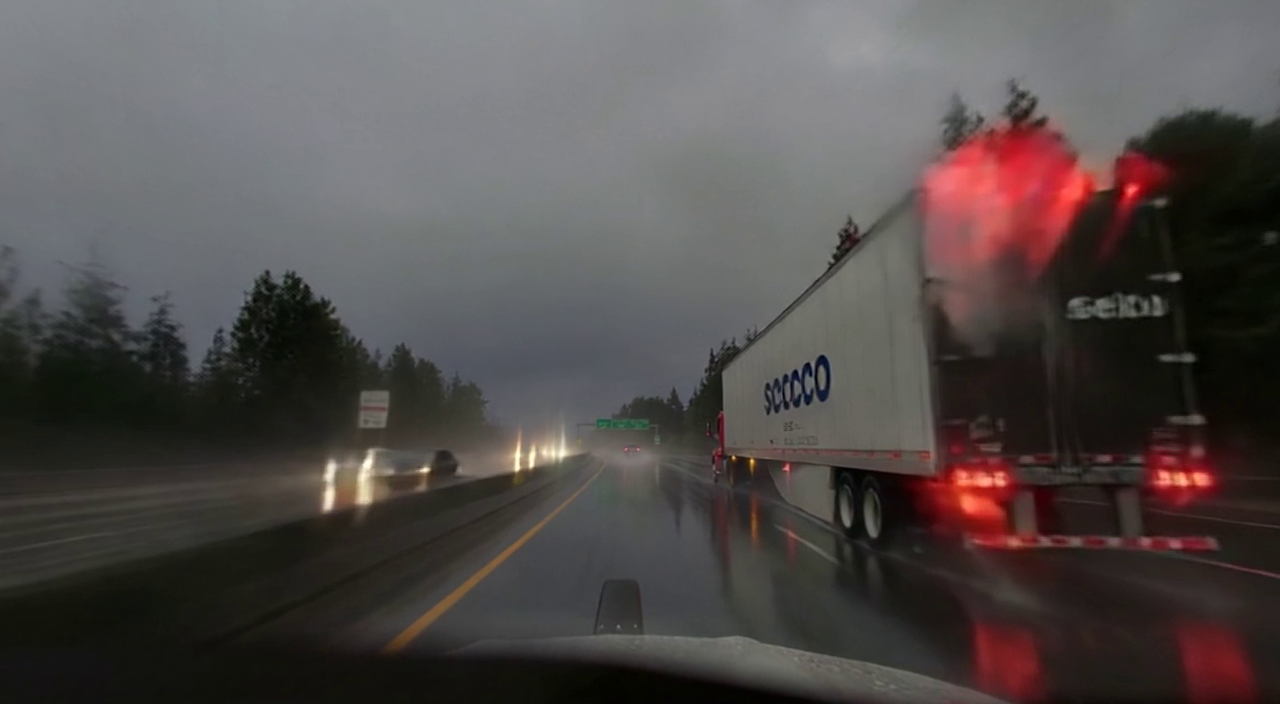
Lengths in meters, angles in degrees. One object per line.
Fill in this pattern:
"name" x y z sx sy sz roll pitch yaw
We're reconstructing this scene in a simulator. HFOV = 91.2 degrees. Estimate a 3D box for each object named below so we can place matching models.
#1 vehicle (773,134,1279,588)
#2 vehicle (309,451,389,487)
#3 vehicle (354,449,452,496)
"vehicle" 4.432 0.604 9.556 2.892 3.928 8.380 -1 -9 0
"vehicle" -13.208 5.299 28.690 1.829 1.502 3.893 0 -9 -1
"vehicle" -8.585 4.358 23.162 1.950 1.515 4.401 0 -9 -1
